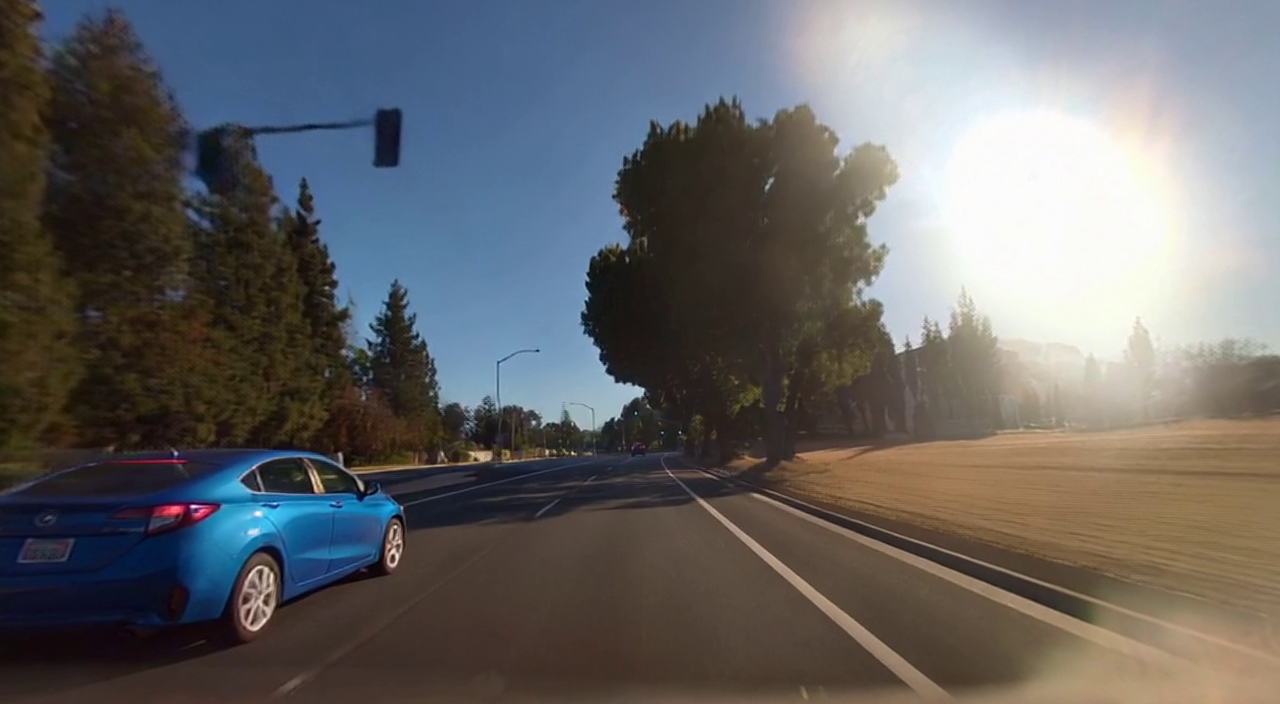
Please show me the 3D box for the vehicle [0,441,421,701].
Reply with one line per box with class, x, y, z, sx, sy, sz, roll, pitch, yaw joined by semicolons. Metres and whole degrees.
vehicle;-3.706;1.543;5.693;1.946;1.437;4.154;0;-8;0
